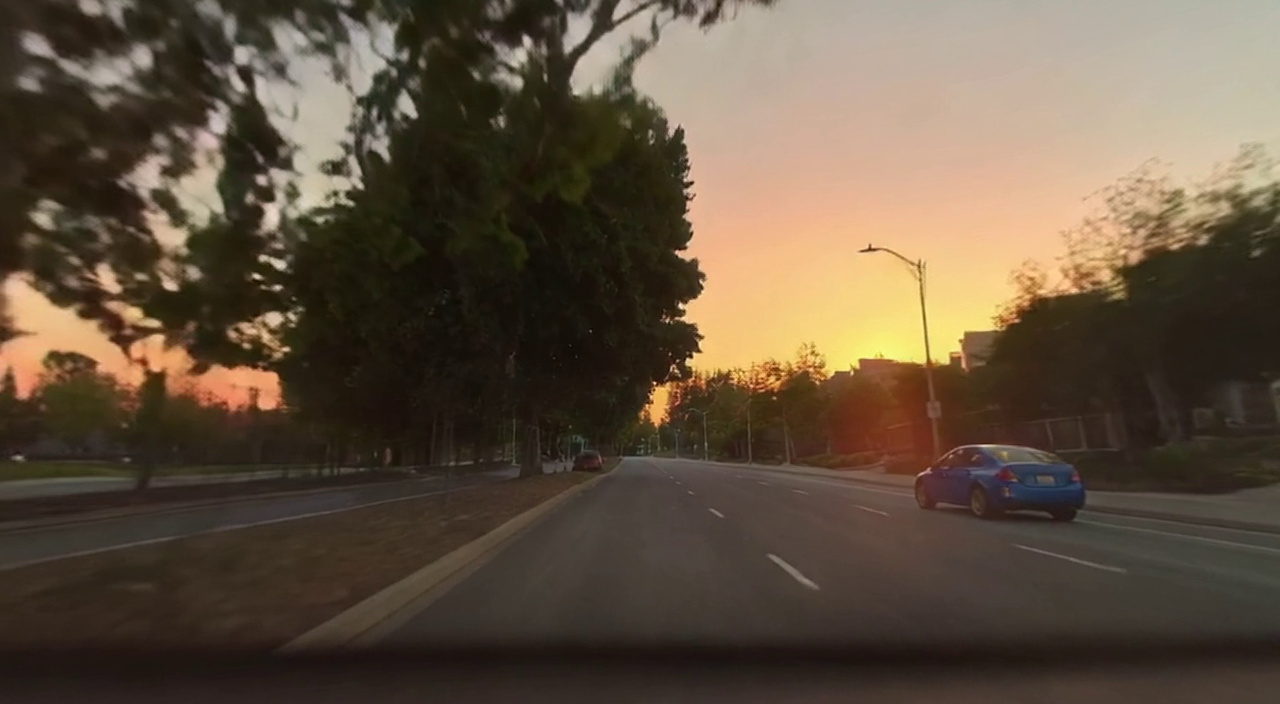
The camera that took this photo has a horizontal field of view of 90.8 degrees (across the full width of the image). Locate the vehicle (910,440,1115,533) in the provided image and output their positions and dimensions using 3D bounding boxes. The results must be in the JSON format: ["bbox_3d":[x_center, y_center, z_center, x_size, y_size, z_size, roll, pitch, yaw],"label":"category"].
[{"bbox_3d":[6.950,2.512,12.282,1.797,1.518,3.433,0,-9,-1],"label":"vehicle"}]
